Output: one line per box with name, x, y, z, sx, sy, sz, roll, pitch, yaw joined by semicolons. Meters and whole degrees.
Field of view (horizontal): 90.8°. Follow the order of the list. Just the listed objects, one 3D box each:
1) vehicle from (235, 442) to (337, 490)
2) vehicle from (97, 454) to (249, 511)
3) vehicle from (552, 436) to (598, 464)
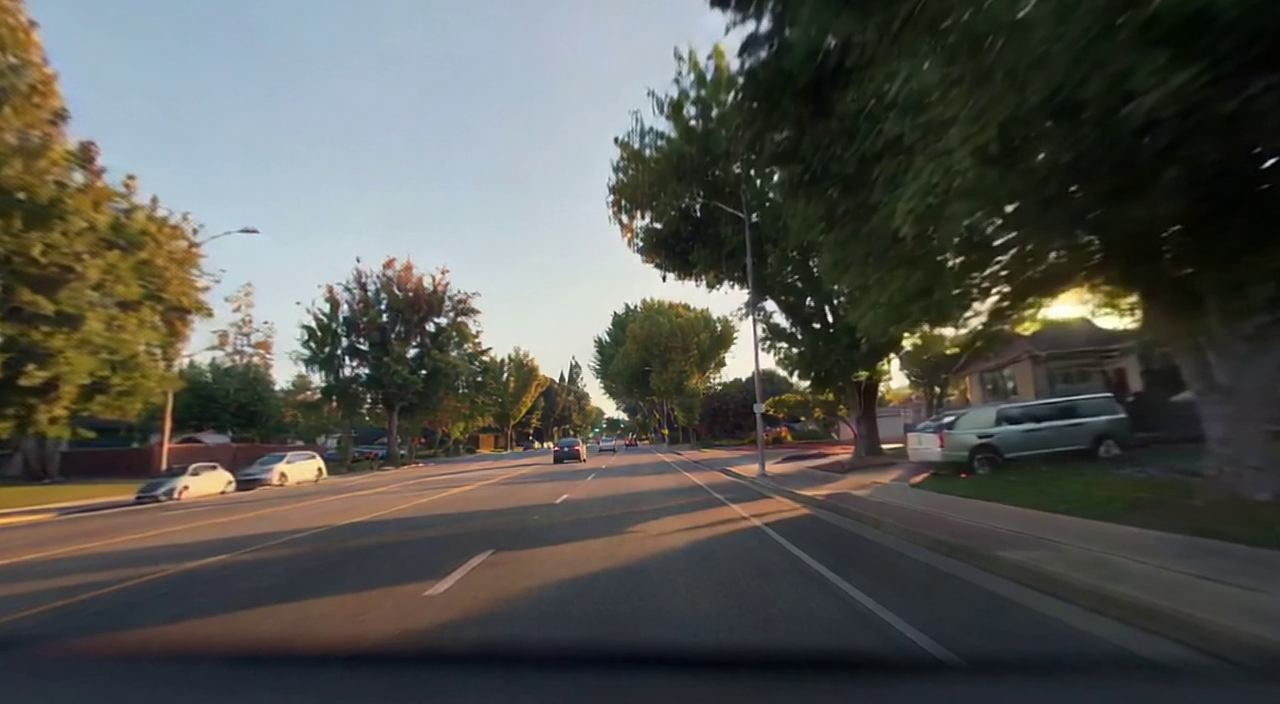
vehicle;-15.787;5.060;28.522;2.050;1.784;4.577;-3;-7;-1
vehicle;-15.556;4.330;21.400;1.901;1.454;4.249;-3;-7;1
vehicle;-3.523;5.378;34.890;2.030;1.467;4.251;0;-8;0
